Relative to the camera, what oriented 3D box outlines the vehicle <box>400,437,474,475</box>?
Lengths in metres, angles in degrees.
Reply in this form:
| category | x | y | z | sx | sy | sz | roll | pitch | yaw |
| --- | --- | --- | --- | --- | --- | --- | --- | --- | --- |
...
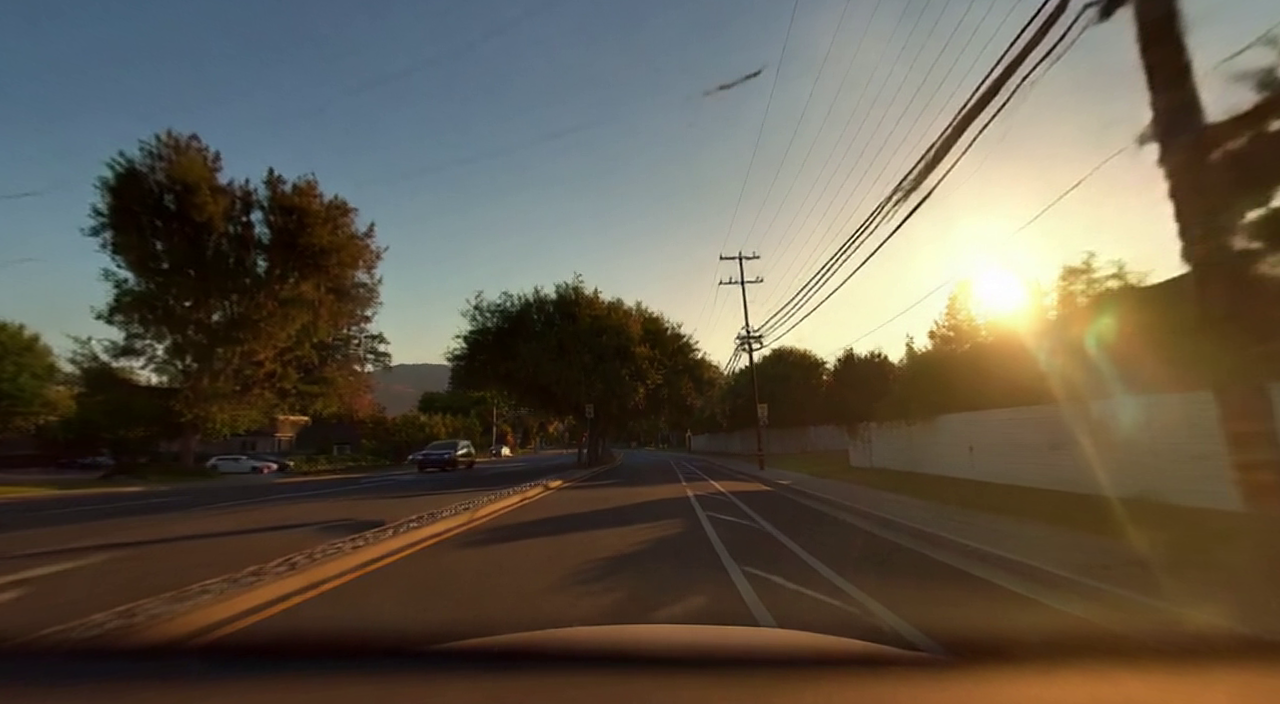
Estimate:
| category | x | y | z | sx | sy | sz | roll | pitch | yaw |
| --- | --- | --- | --- | --- | --- | --- | --- | --- | --- |
| vehicle | -11.010 | 5.678 | 34.665 | 2.336 | 1.905 | 4.908 | 0 | -8 | 1 |
